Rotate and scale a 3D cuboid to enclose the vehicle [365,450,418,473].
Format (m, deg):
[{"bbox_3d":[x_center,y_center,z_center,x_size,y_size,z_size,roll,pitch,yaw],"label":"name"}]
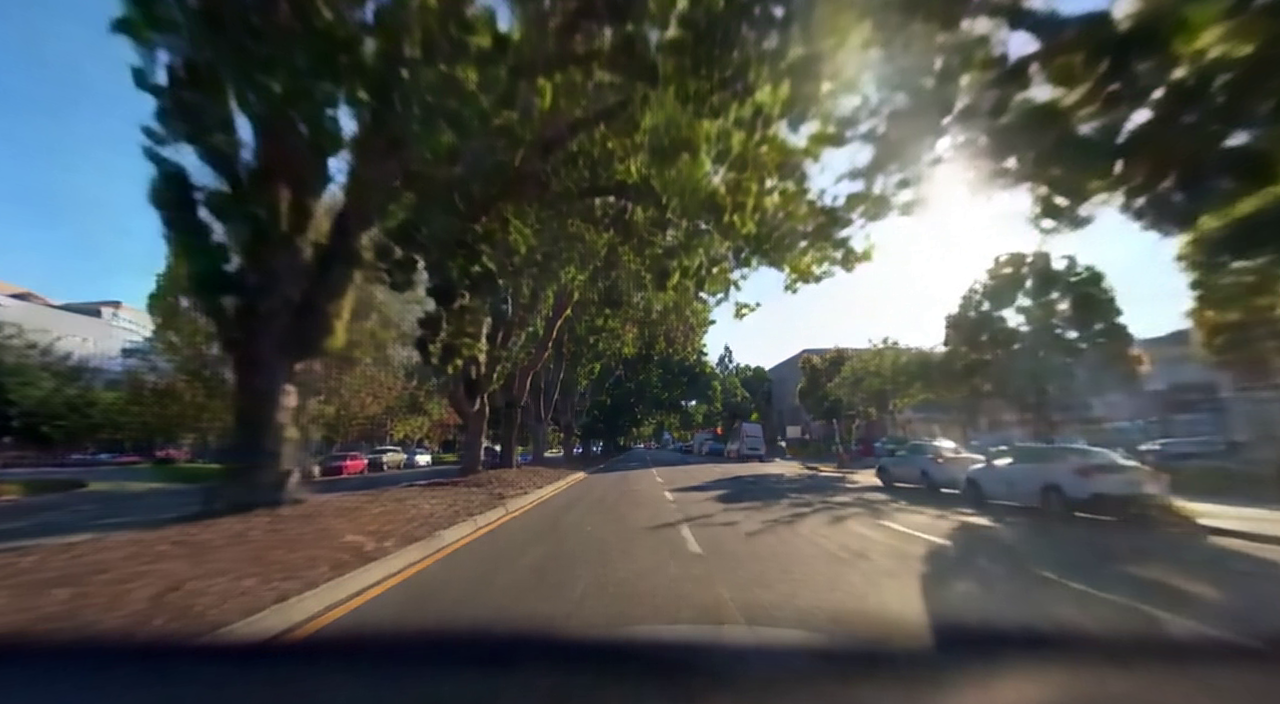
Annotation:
[{"bbox_3d":[-18.469,8.166,47.205,1.803,1.476,4.590,-2,-7,5],"label":"vehicle"}]

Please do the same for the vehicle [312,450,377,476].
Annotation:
[{"bbox_3d":[-19.101,7.177,41.120,1.787,1.482,4.645,-1,-8,3],"label":"vehicle"}]

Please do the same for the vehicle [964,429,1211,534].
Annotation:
[{"bbox_3d":[9.311,2.695,13.803,1.994,1.738,4.622,5,-9,-1],"label":"vehicle"}]

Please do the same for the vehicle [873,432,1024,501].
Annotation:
[{"bbox_3d":[9.437,3.533,19.906,2.303,1.761,4.689,4,-9,-2],"label":"vehicle"}]

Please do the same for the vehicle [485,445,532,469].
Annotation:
[{"bbox_3d":[-8.364,6.698,40.619,1.926,1.447,4.547,0,-8,2],"label":"vehicle"}]

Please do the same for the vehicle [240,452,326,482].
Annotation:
[{"bbox_3d":[-19.253,6.197,34.373,1.890,1.468,4.727,0,-8,1],"label":"vehicle"}]

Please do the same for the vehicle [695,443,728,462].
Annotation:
[{"bbox_3d":[5.550,7.805,49.301,1.972,1.417,4.239,0,-8,-1],"label":"vehicle"}]
